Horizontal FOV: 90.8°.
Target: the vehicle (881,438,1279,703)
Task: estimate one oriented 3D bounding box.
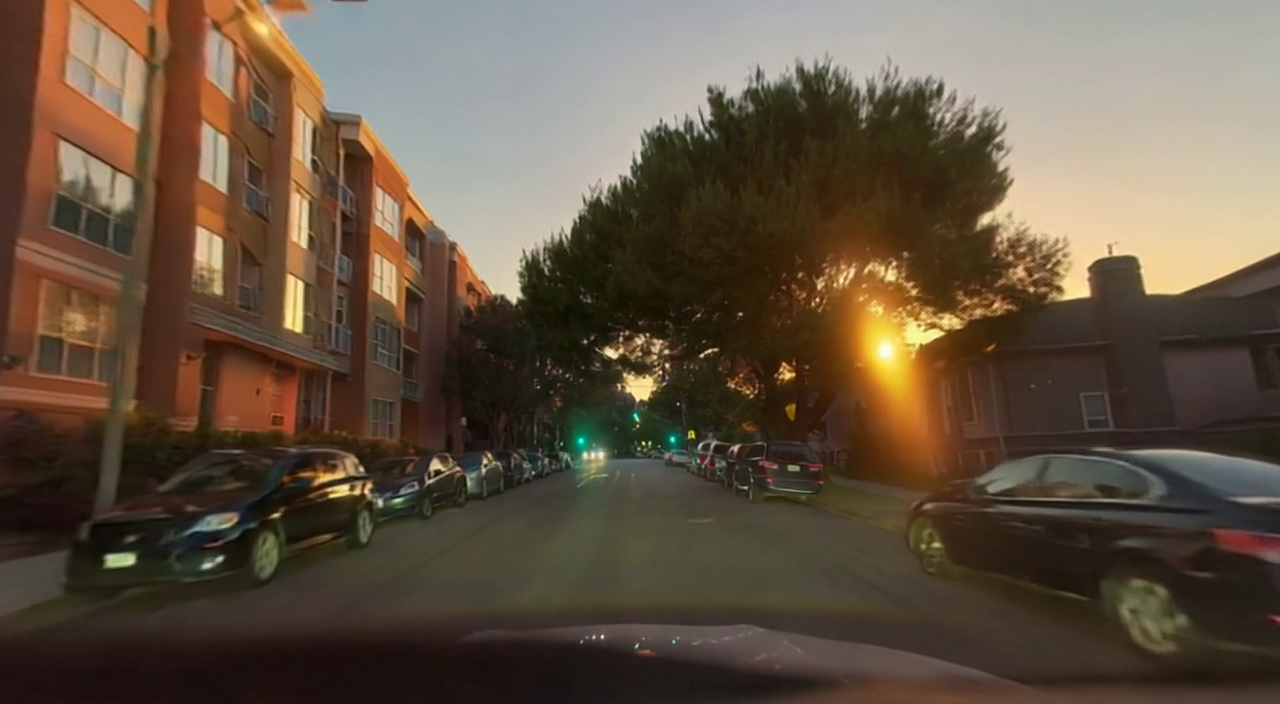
[{"bbox_3d":[3.767,1.468,5.131,1.696,1.453,4.574,0,-9,-2],"label":"vehicle"}]

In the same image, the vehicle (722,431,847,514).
[{"bbox_3d":[3.484,3.006,16.336,1.912,1.781,5.159,0,-9,-1],"label":"vehicle"}]

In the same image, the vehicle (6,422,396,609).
[{"bbox_3d":[-5.024,1.887,8.324,1.922,1.728,4.628,0,-9,-2],"label":"vehicle"}]

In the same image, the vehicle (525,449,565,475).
[{"bbox_3d":[-5.626,6.544,37.814,1.647,1.481,4.433,0,-9,1],"label":"vehicle"}]

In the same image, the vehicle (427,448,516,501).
[{"bbox_3d":[-5.302,3.879,20.457,1.711,1.500,4.510,0,-9,-1],"label":"vehicle"}]
